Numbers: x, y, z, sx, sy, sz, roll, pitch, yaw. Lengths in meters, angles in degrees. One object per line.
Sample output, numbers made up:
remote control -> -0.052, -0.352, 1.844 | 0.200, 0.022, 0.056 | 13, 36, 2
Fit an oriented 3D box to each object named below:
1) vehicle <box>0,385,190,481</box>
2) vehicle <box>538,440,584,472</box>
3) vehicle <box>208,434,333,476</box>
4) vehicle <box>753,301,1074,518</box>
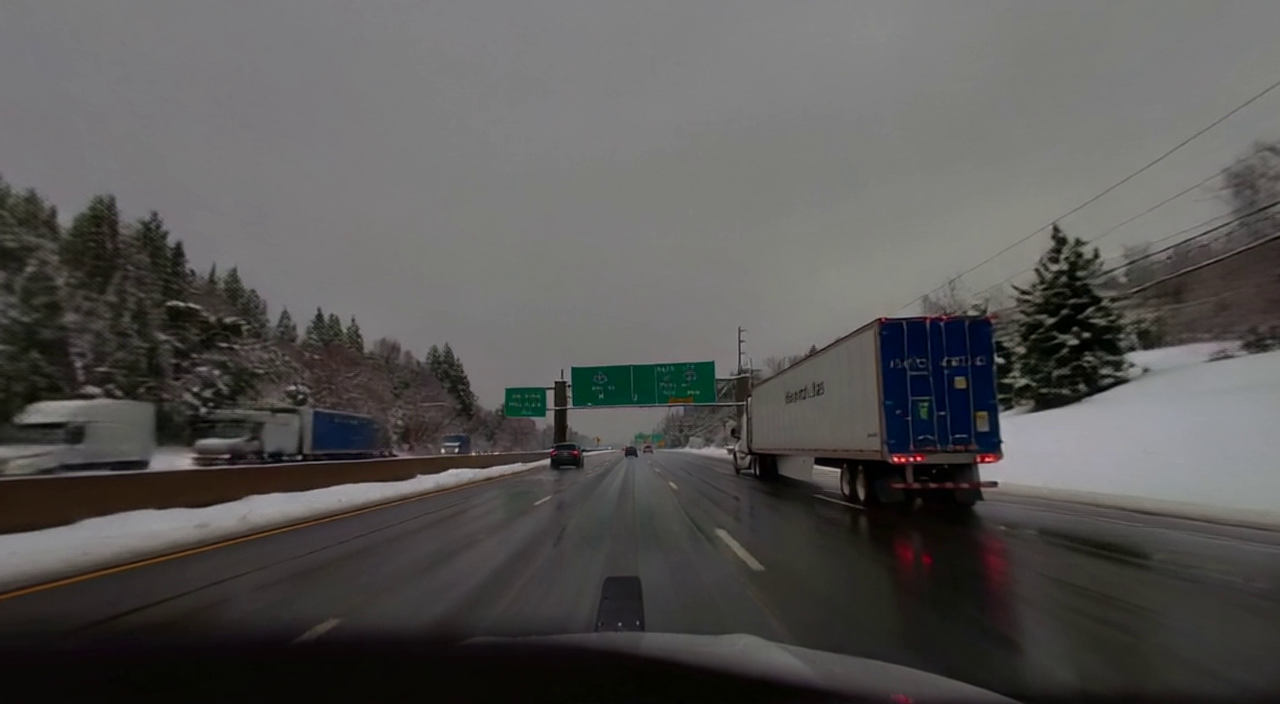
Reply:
vehicle -> -25.154, 3.719, 28.124 | 3.102, 3.541, 9.922 | 0, -9, -2
vehicle -> -4.356, 5.802, 35.319 | 2.027, 1.651, 4.099 | 0, -9, 0
vehicle -> -17.583, 4.950, 30.567 | 2.410, 1.798, 6.090 | 0, -9, 0
vehicle -> 6.632, 2.270, 20.077 | 2.919, 4.195, 15.833 | 0, -9, -1
